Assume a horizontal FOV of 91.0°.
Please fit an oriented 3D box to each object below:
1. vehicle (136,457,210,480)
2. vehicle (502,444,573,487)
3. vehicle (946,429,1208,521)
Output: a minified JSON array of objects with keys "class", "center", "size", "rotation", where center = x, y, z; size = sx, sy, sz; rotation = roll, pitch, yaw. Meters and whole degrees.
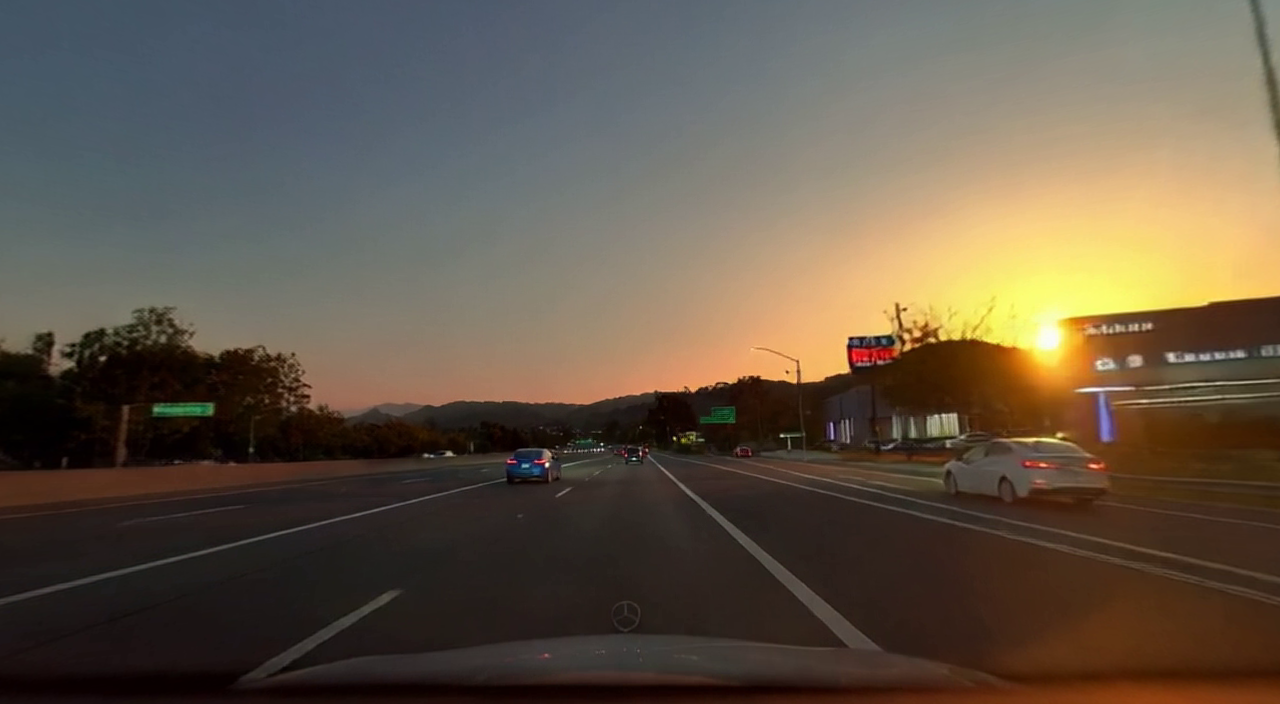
[{"class":"vehicle","center":[-36.292,9.063,49.123],"size":[1.951,1.658,4.862],"rotation":[0,-9,2]},{"class":"vehicle","center":[-4.019,4.536,25.447],"size":[2.071,1.553,4.388],"rotation":[0,-9,1]},{"class":"vehicle","center":[8.900,2.557,13.673],"size":[2.035,1.566,5.409],"rotation":[0,-9,3]}]
